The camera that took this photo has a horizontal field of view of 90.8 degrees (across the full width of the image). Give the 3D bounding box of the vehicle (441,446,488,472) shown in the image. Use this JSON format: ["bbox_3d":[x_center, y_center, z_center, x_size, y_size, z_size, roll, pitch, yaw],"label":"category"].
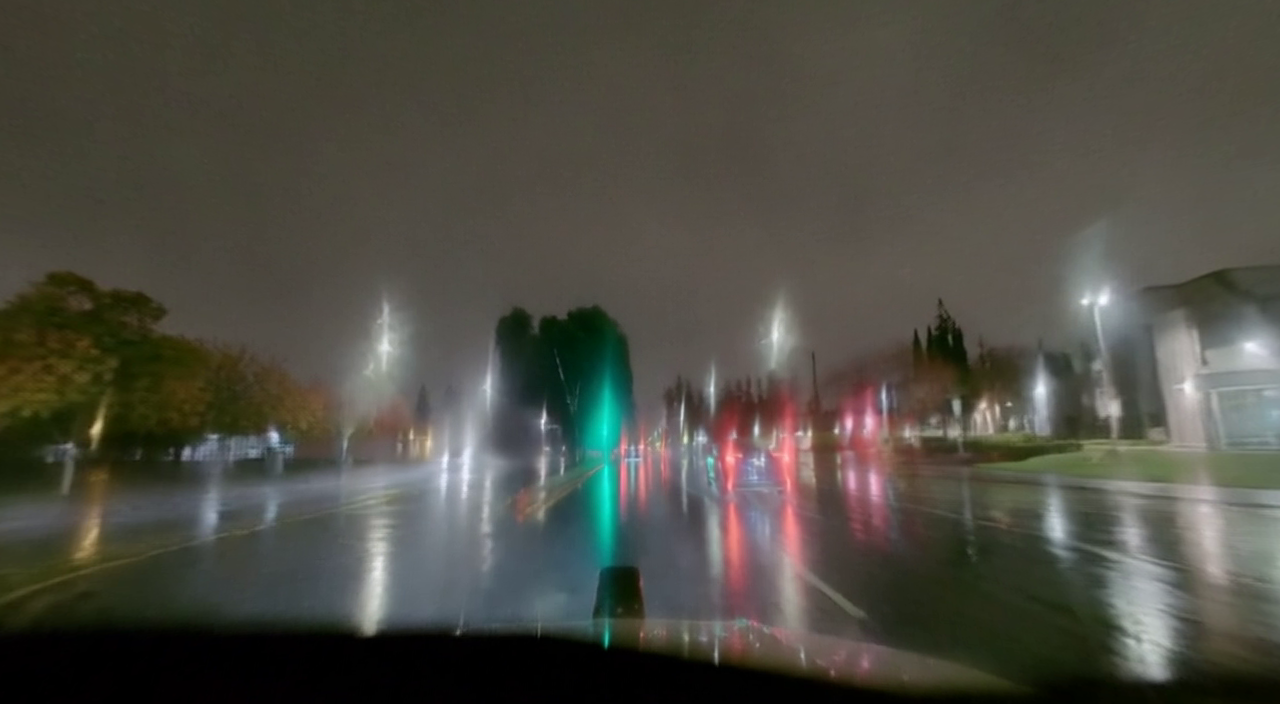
[{"bbox_3d":[-12.232,7.469,44.294,1.943,1.672,4.368,0,-8,1],"label":"vehicle"}]

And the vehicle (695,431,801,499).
[{"bbox_3d":[2.836,3.081,17.751,1.995,1.616,4.729,0,-8,-2],"label":"vehicle"}]
